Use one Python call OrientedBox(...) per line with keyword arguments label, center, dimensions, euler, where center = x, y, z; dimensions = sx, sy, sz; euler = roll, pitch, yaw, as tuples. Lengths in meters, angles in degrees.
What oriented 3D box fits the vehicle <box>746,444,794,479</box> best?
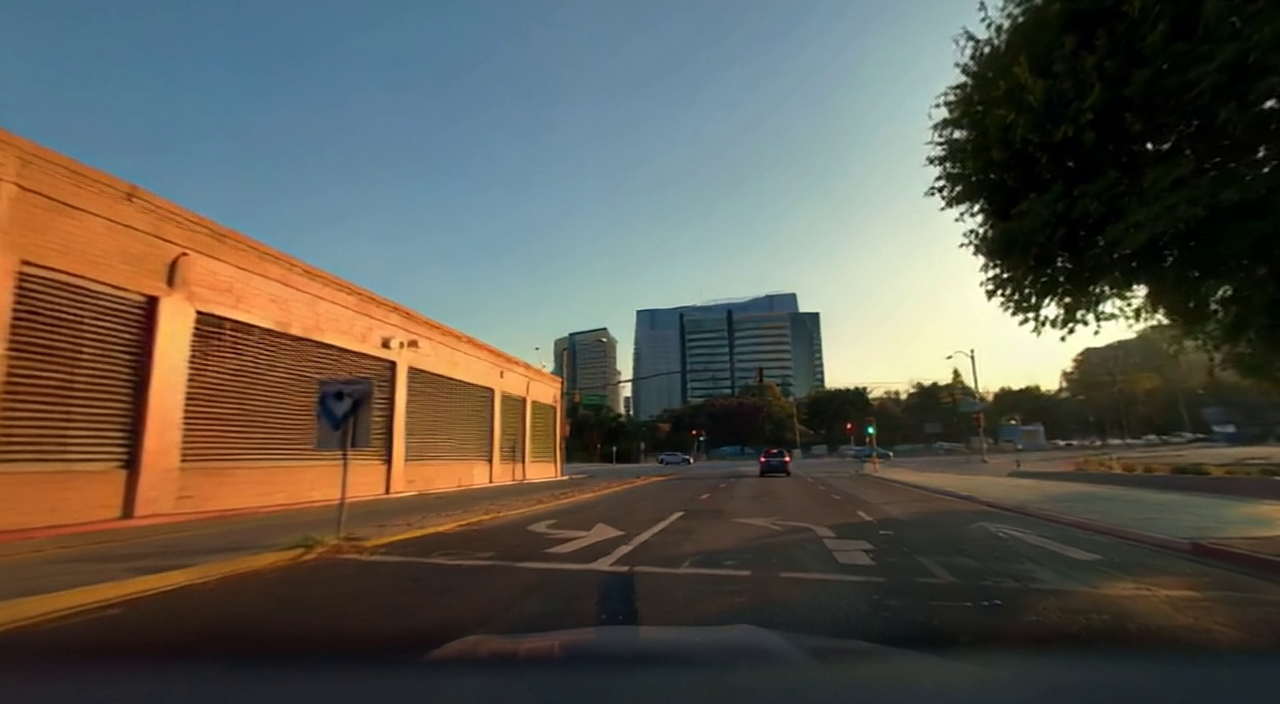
OrientedBox(label="vehicle", center=(6.770, 5.607, 32.689), dimensions=(2.218, 1.657, 4.551), euler=(-1, -9, 12))
